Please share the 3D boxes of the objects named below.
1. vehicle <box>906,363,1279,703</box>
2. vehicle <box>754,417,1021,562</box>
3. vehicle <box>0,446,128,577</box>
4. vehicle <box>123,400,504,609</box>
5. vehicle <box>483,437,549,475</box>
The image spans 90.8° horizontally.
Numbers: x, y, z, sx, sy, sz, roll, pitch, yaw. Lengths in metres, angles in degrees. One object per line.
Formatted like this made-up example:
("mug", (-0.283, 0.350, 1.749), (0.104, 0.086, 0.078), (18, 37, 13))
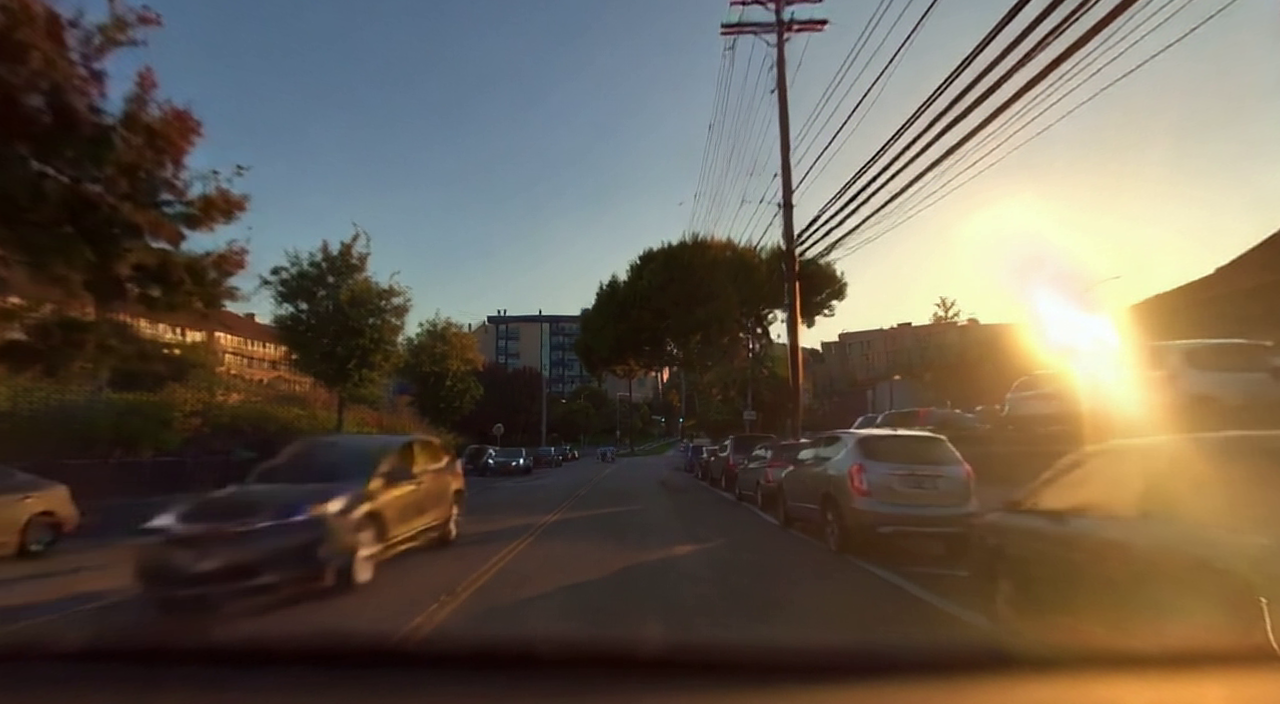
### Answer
("vehicle", (3.472, 1.043, 3.623), (1.936, 1.641, 4.434), (0, -9, 0))
("vehicle", (3.210, 1.876, 9.369), (2.037, 1.622, 4.270), (0, -9, -3))
("vehicle", (-9.746, 2.119, 7.956), (4.703, 1.523, 1.988), (-1, -7, -21))
("vehicle", (-3.187, 1.593, 7.527), (2.103, 1.721, 4.473), (0, -8, 0))
("vehicle", (-6.381, 5.490, 33.076), (2.081, 1.760, 4.598), (0, -11, 6))
